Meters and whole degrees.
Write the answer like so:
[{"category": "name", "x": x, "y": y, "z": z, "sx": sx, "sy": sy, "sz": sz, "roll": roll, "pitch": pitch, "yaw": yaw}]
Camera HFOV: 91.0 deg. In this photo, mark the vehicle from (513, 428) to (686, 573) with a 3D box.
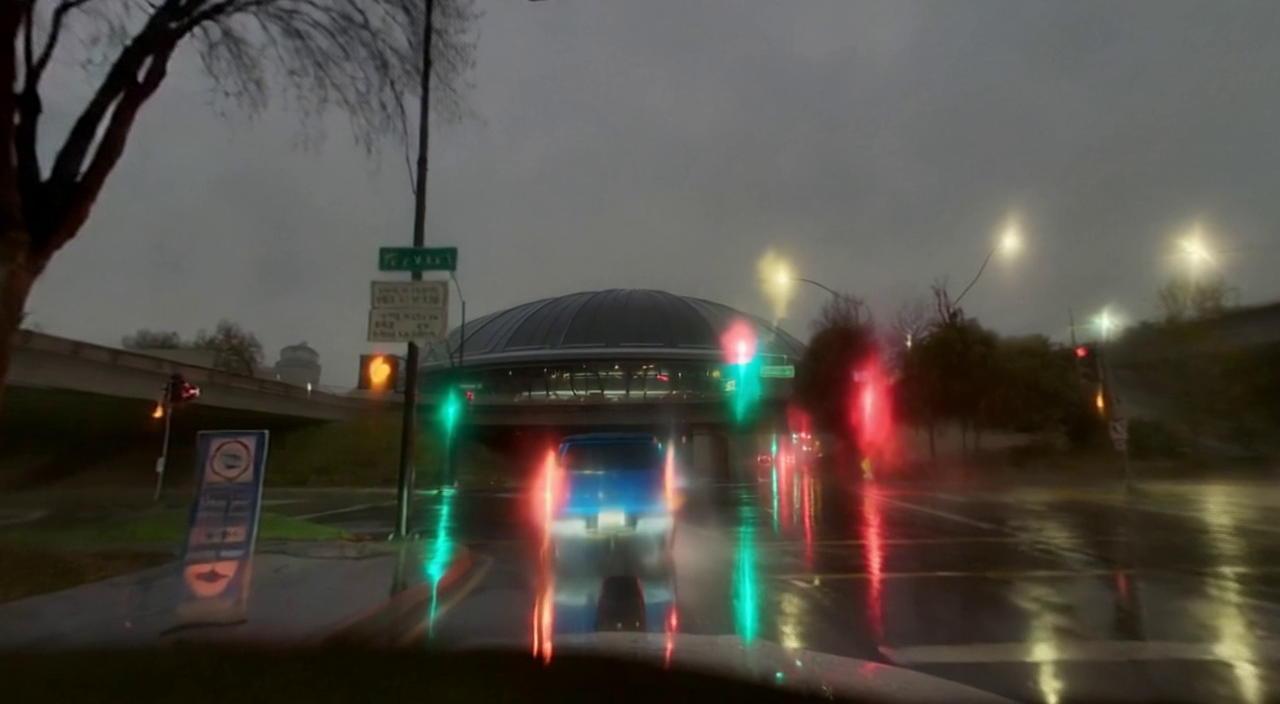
[{"category": "vehicle", "x": -0.785, "y": 1.969, "z": 9.074, "sx": 1.976, "sy": 1.584, "sz": 3.772, "roll": 2, "pitch": -9, "yaw": -11}]
